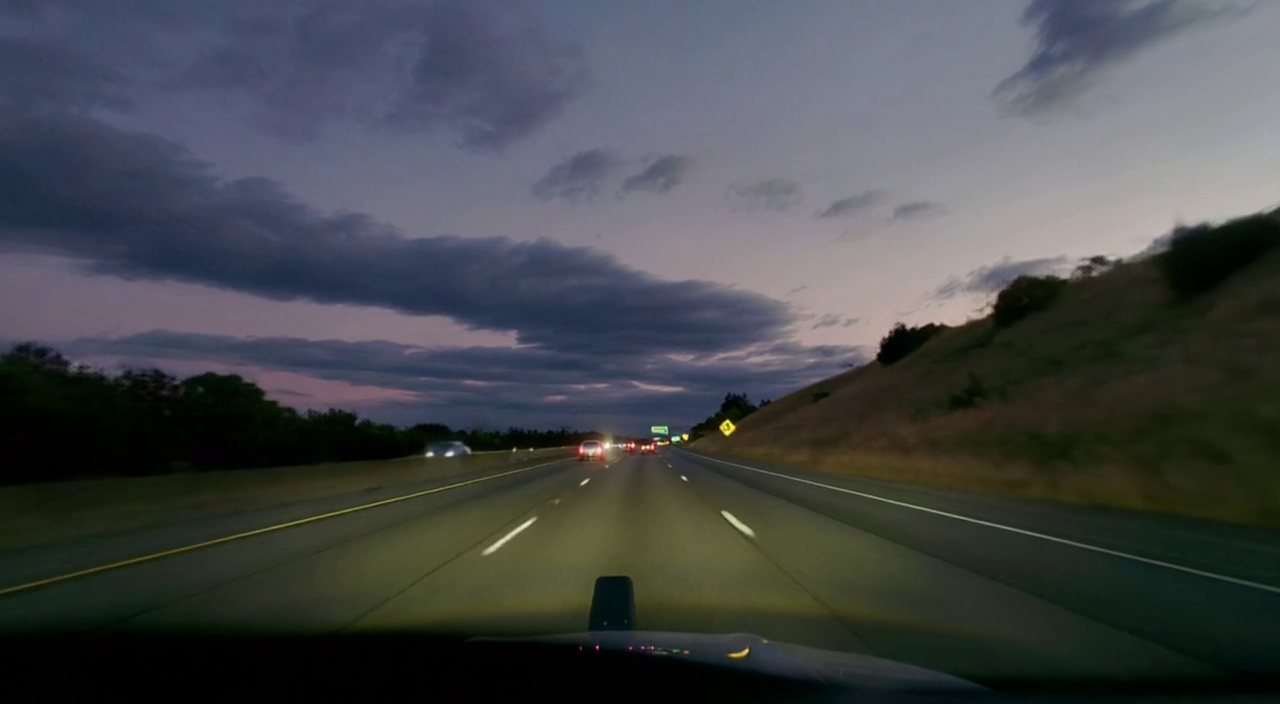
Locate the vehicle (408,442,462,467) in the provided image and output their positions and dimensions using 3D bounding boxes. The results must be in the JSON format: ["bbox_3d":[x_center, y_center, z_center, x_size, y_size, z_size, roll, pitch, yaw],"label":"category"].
[{"bbox_3d":[-13.630,6.836,42.091,2.180,1.577,4.220,0,-8,1],"label":"vehicle"}]

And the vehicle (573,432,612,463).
[{"bbox_3d":[-3.255,6.721,44.282,2.286,2.011,4.452,0,-8,1],"label":"vehicle"}]
